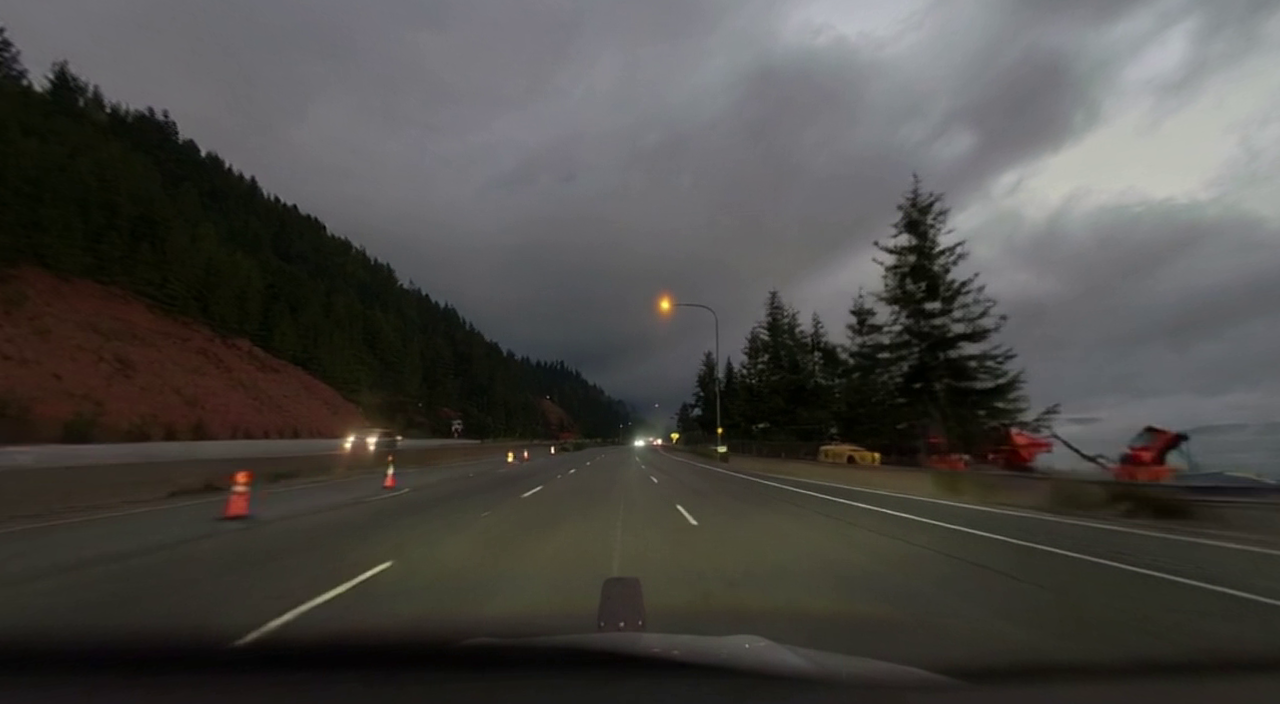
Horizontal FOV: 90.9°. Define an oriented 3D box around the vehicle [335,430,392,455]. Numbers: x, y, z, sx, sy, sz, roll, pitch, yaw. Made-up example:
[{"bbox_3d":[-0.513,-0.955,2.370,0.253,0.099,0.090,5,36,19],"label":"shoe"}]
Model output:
[{"bbox_3d":[-19.527,6.432,44.723,1.952,1.661,4.651,0,-9,0],"label":"vehicle"}]
